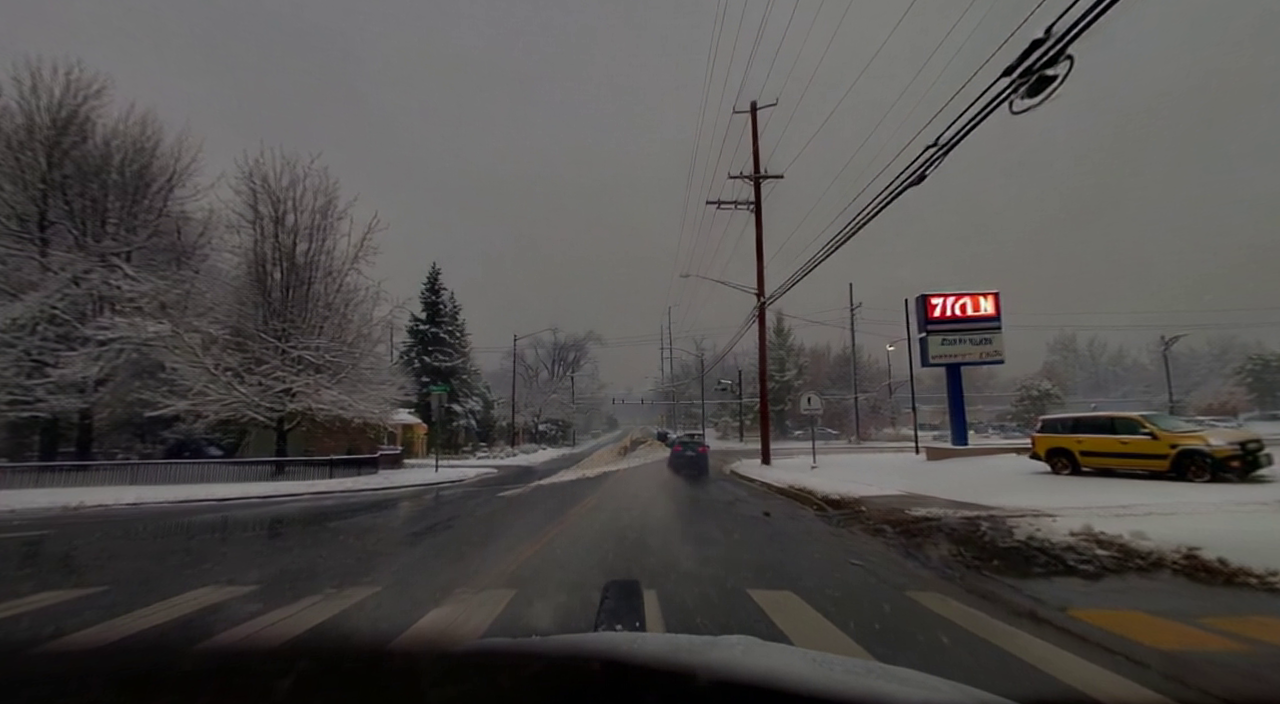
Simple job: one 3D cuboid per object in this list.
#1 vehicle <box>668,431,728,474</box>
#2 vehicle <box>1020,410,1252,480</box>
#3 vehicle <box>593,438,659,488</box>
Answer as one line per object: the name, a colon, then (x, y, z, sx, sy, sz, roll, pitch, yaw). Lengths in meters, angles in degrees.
vehicle: (2.710, 4.886, 30.976, 2.553, 1.868, 5.536, 0, -8, 2)
vehicle: (13.343, 2.537, 17.269, 4.518, 1.764, 2.014, -1, -9, 2)
vehicle: (-0.546, 3.540, 20.462, 1.874, 1.427, 3.976, 0, -8, -5)
